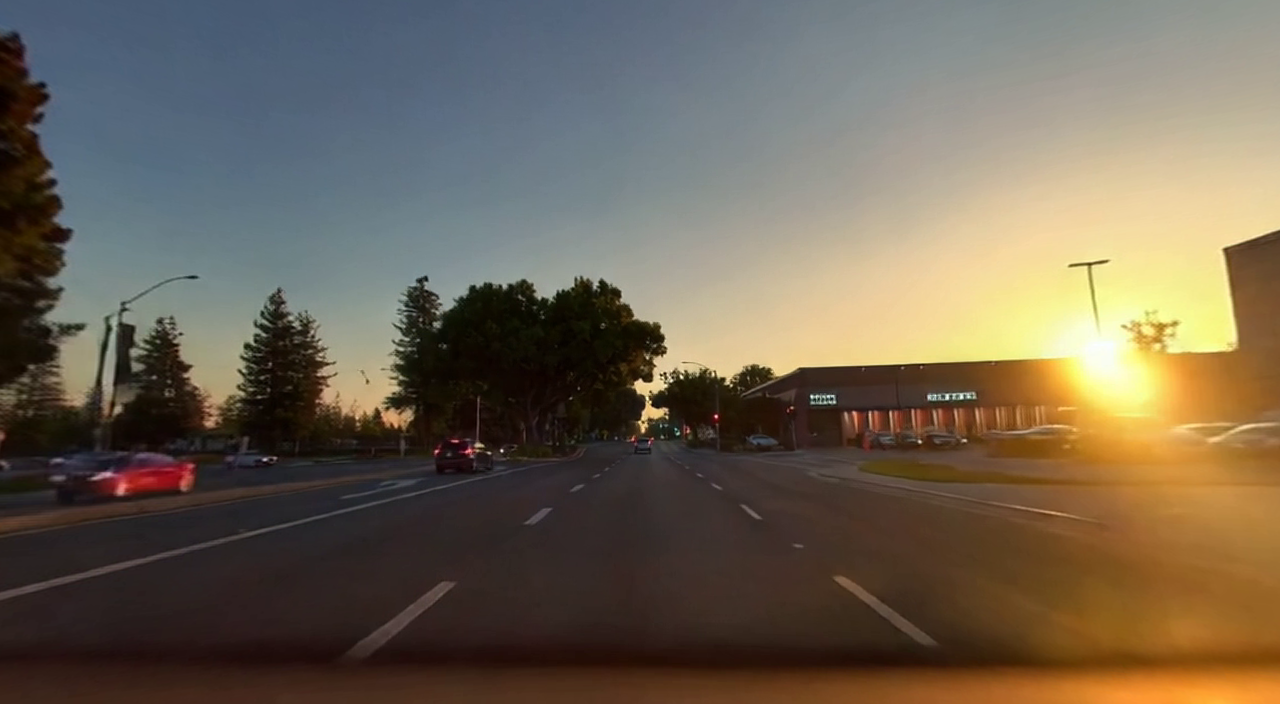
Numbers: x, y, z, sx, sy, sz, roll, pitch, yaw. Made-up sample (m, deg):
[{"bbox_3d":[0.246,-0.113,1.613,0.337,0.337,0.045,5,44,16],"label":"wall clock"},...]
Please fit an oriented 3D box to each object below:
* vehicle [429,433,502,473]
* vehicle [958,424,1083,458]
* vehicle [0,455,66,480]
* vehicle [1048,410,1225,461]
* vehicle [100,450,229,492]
[{"bbox_3d":[-7.858,4.573,28.965,2.231,1.650,5.052,0,-8,-4],"label":"vehicle"},{"bbox_3d":[16.872,3.971,28.137,1.796,1.351,4.358,5,-10,-36],"label":"vehicle"},{"bbox_3d":[-39.327,7.227,39.623,4.461,1.443,1.901,0,-8,-1],"label":"vehicle"},{"bbox_3d":[17.393,2.943,22.261,4.498,1.671,1.887,-1,-8,3],"label":"vehicle"},{"bbox_3d":[-20.055,5.003,26.899,1.942,1.483,4.597,-1,-8,0],"label":"vehicle"}]
